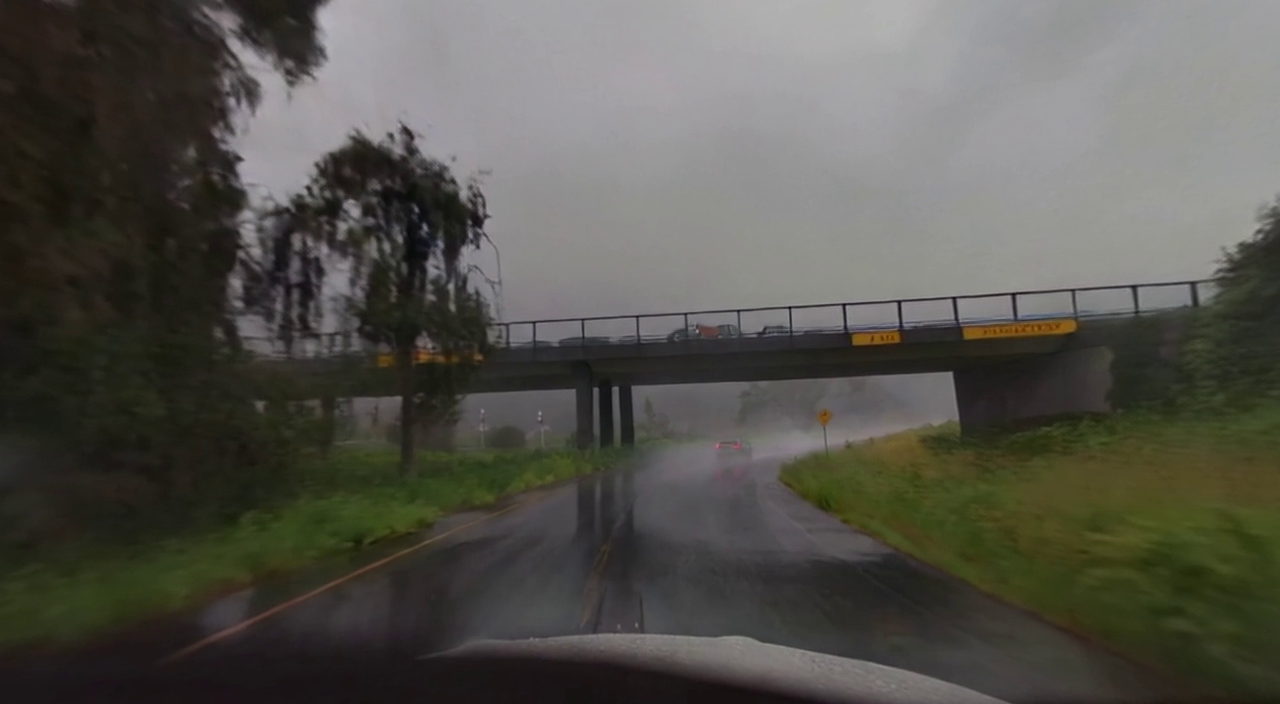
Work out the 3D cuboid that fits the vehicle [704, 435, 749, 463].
[{"bbox_3d":[4.952,5.483,35.618,1.980,1.449,3.650,-3,-9,15],"label":"vehicle"}]
